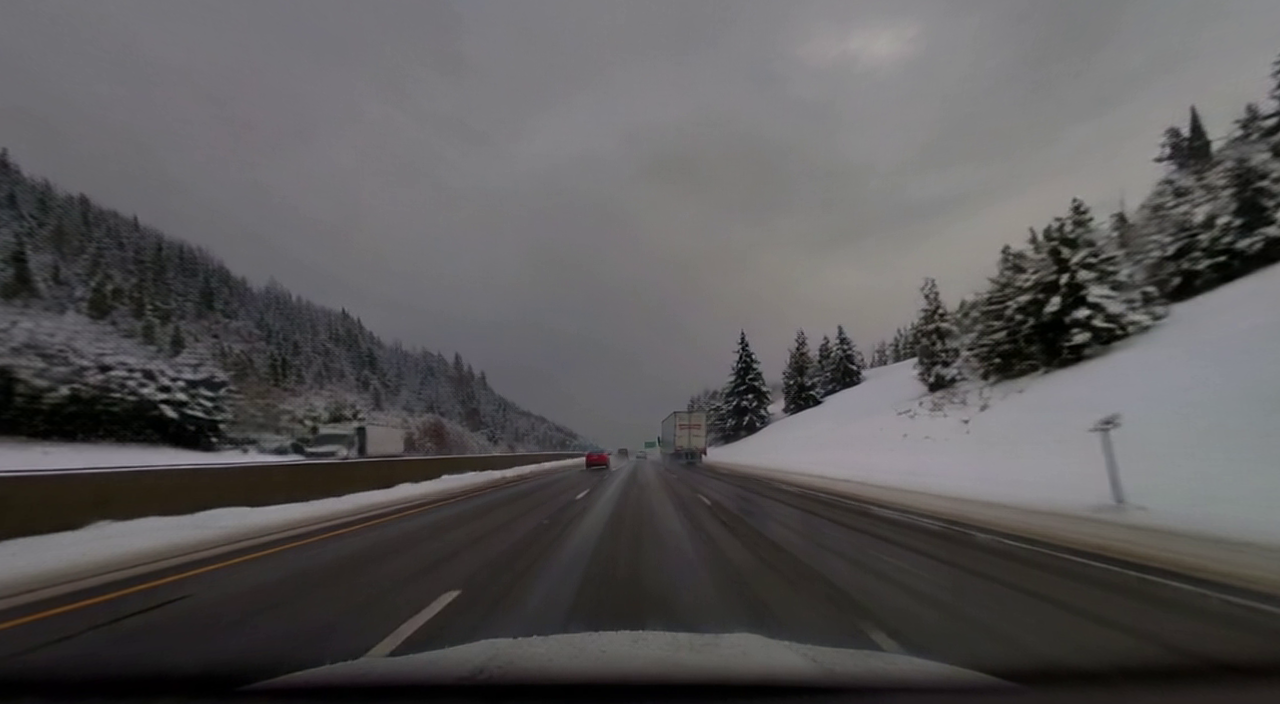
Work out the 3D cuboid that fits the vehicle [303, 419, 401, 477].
[{"bbox_3d":[-18.509,6.266,41.193,2.637,3.409,7.744,0,-9,0],"label":"vehicle"}]
